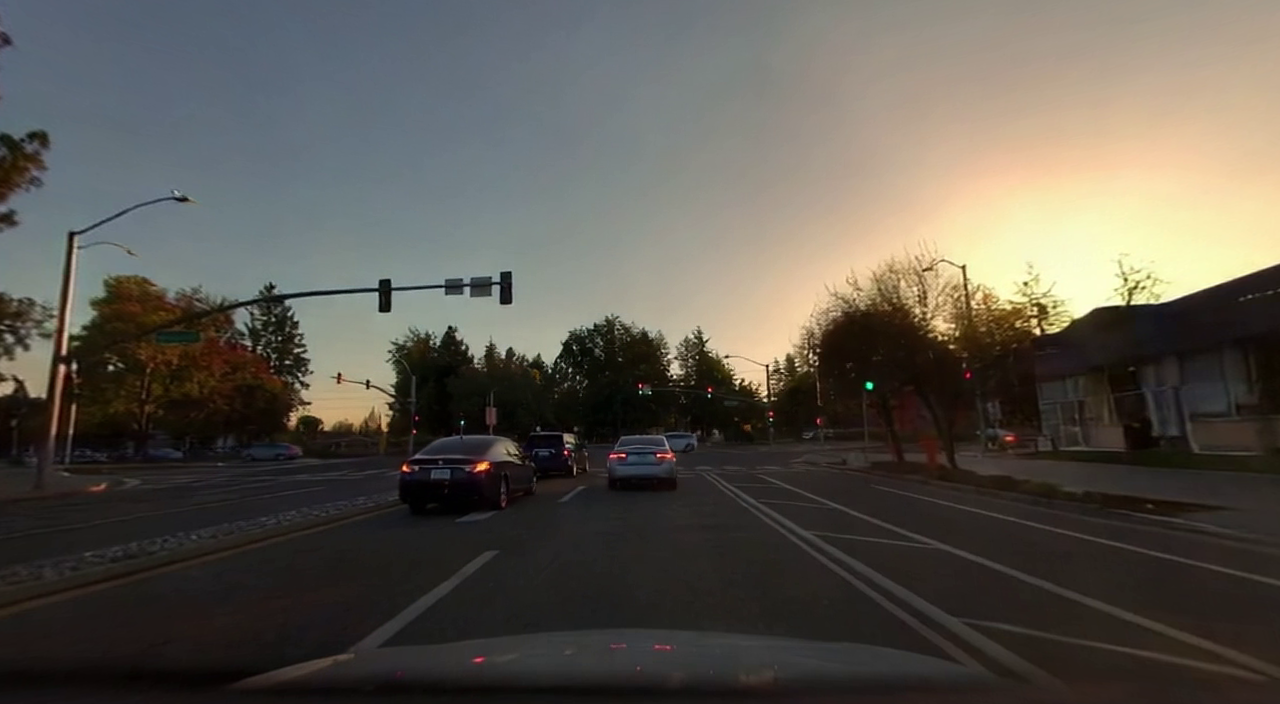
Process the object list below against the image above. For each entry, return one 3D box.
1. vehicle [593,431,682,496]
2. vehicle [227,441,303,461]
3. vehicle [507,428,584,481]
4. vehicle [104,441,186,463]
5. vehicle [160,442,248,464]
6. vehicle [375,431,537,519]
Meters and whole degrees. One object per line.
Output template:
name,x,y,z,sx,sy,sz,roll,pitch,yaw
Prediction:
vehicle,-0.074,2.887,16.654,2.066,1.482,3.923,0,-8,0
vehicle,-27.926,7.401,47.040,4.423,1.444,1.836,0,-8,2
vehicle,-3.322,3.709,23.032,2.029,1.752,4.420,0,-8,1
vehicle,-36.909,7.459,47.059,4.513,1.616,1.899,0,-8,1
vehicle,-29.936,6.952,43.397,4.708,1.467,1.819,0,-8,2
vehicle,-3.551,2.455,13.200,1.942,1.497,4.561,0,-8,1
